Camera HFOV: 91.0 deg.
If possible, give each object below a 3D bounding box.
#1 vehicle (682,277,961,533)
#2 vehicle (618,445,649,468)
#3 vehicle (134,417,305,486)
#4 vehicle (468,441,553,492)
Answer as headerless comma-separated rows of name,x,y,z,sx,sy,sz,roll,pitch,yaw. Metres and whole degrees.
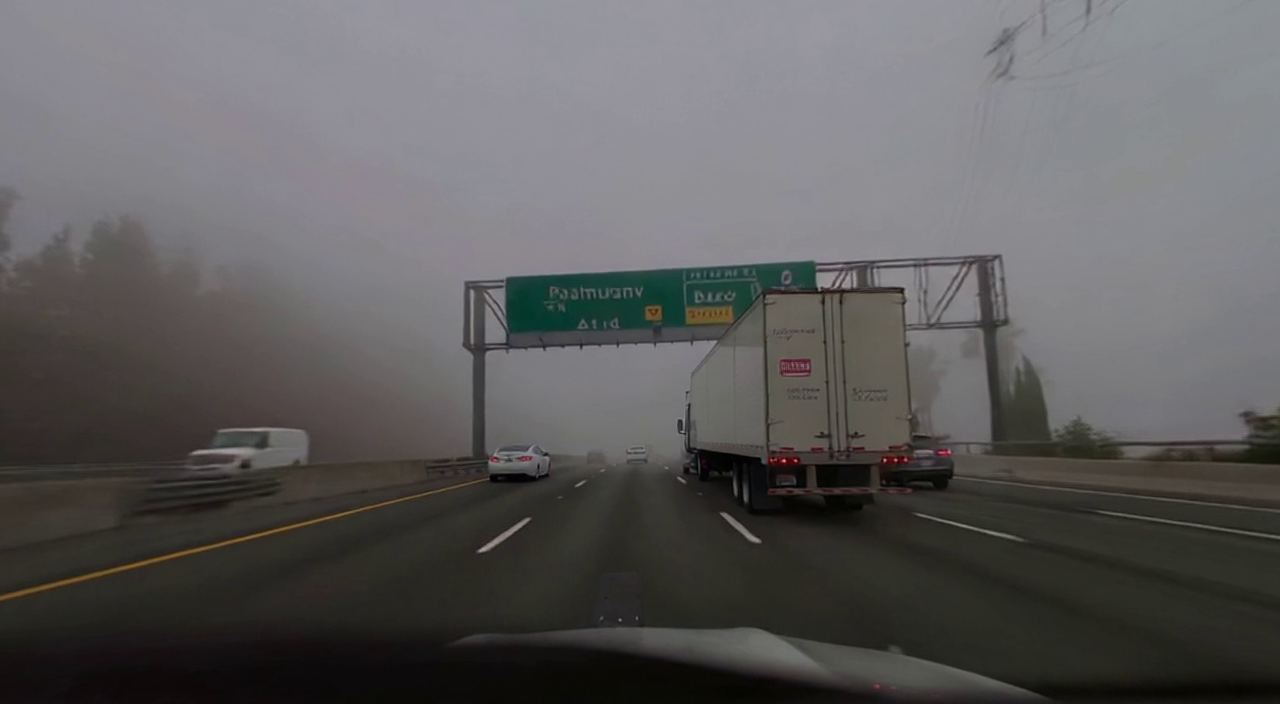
vehicle,3.395,1.970,18.127,2.907,4.109,16.177,0,-8,-1
vehicle,-0.376,7.217,43.524,2.047,1.485,3.938,0,-8,1
vehicle,-14.885,3.578,22.872,2.307,2.151,5.598,0,-8,0
vehicle,-4.226,3.790,21.215,1.968,1.507,3.829,-1,-8,1
